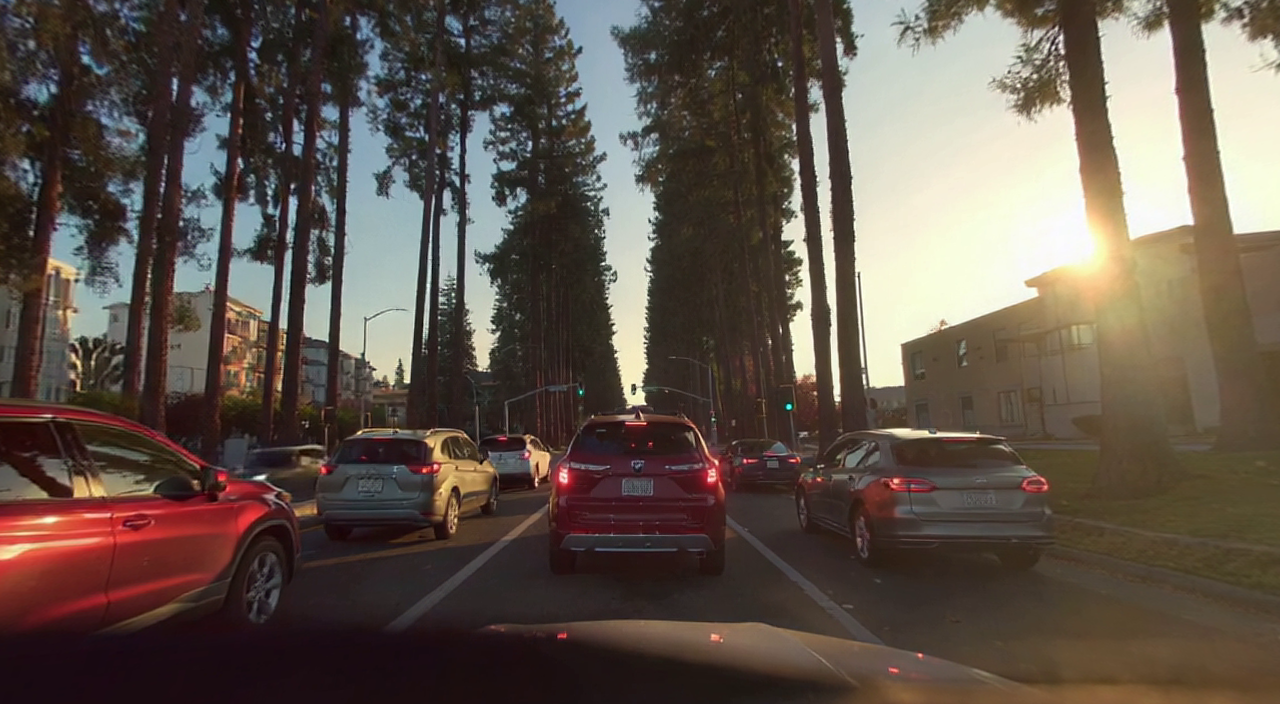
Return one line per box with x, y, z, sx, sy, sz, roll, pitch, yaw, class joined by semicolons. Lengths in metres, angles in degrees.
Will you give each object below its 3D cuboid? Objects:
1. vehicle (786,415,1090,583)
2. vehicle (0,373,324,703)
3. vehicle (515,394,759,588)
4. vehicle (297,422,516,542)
3.261;1.666;7.865;1.922;1.579;3.642;0;-8;-1;vehicle
-3.781;0.996;3.304;1.929;1.641;4.193;0;-8;2;vehicle
-0.011;1.551;7.781;2.193;1.744;4.033;0;-8;0;vehicle
-3.656;2.116;10.918;2.042;1.641;4.314;0;-8;1;vehicle
